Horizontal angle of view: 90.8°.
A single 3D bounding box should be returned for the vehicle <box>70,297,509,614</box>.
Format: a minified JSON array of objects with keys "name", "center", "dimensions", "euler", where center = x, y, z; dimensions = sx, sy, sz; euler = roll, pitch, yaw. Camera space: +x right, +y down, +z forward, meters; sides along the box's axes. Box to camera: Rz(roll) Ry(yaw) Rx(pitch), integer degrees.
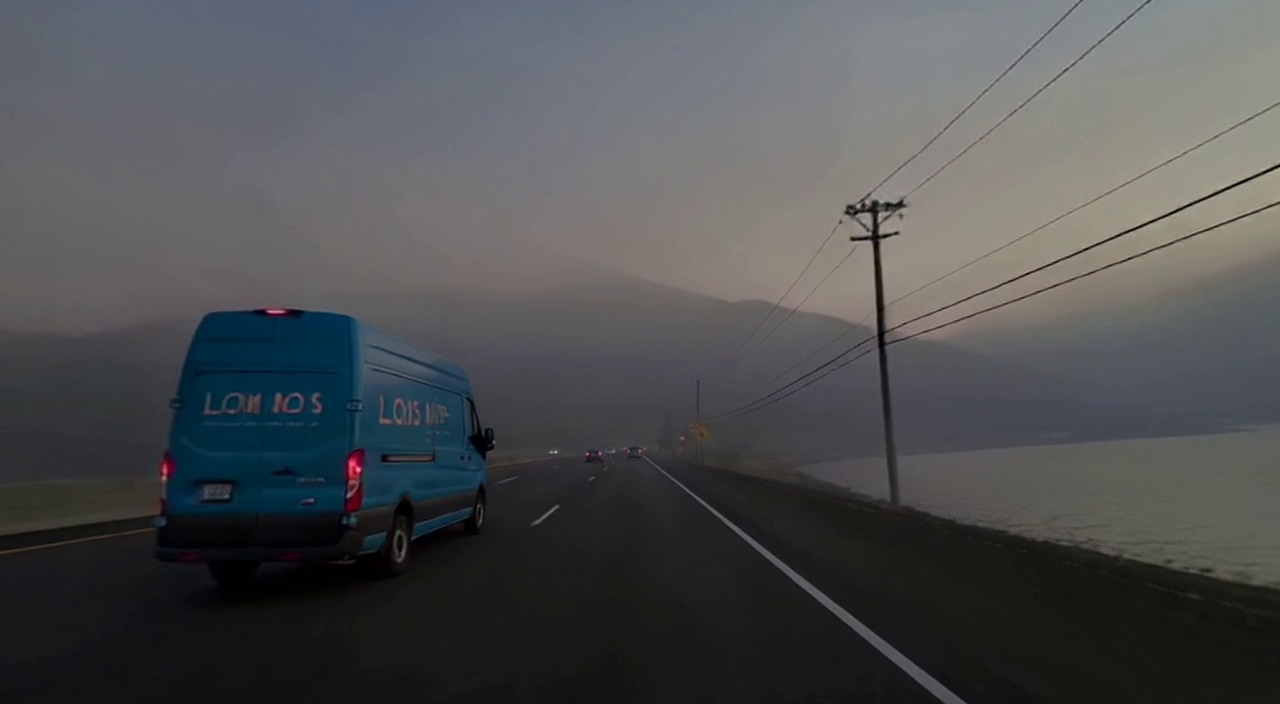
[{"name":"vehicle","center":[-3.697,1.349,8.836],"dimensions":[2.331,2.757,6.581],"euler":[0,-8,0]}]
